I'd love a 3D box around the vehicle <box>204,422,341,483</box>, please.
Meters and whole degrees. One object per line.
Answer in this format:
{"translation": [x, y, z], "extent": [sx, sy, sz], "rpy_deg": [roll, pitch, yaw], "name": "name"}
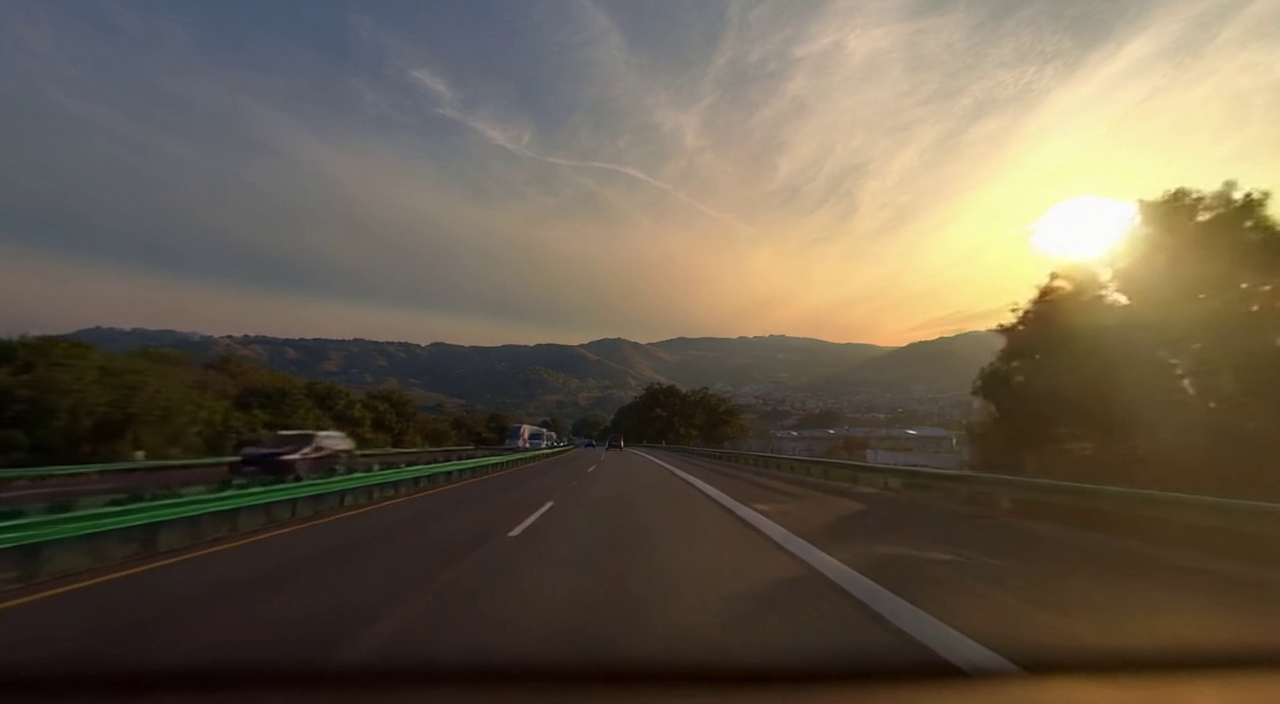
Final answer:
{"translation": [-13.920, 3.818, 24.327], "extent": [2.162, 2.050, 5.301], "rpy_deg": [0, -8, -1], "name": "vehicle"}
